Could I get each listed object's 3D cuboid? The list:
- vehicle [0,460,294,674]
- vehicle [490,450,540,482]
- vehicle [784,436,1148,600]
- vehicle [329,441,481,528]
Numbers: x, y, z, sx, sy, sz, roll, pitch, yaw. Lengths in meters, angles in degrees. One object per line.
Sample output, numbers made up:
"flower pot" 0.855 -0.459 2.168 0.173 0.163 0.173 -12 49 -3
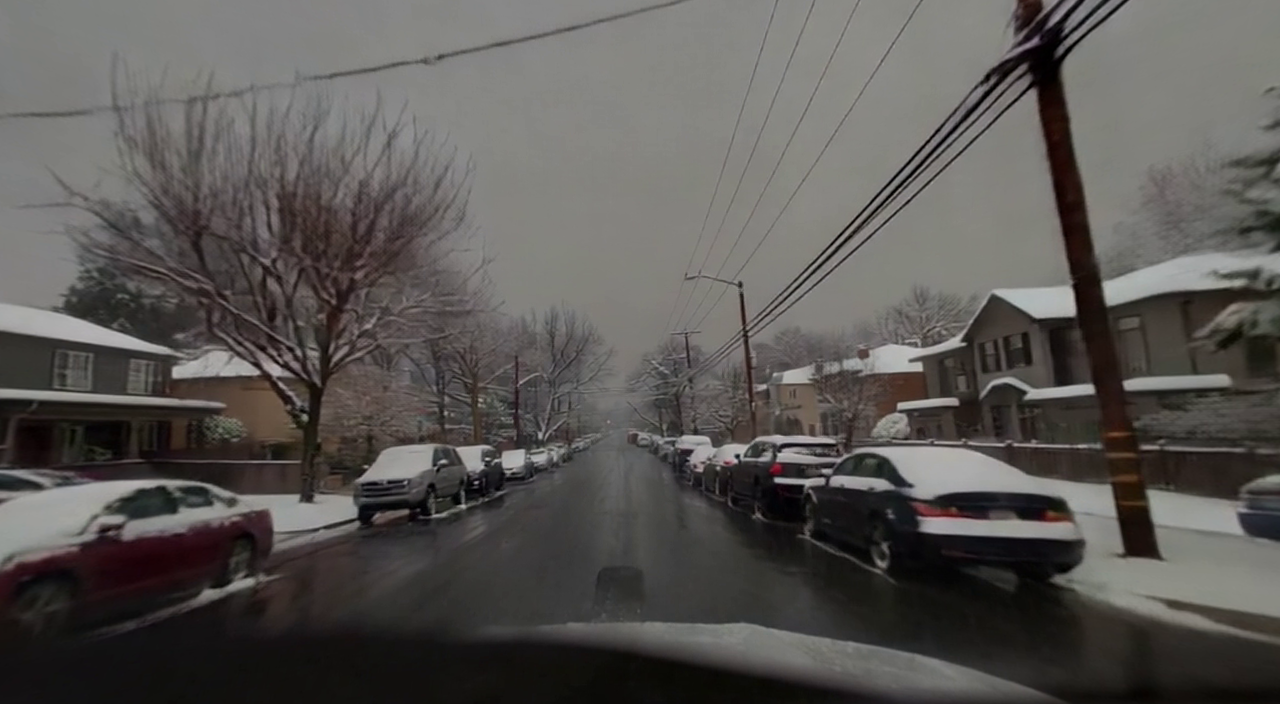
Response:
"vehicle" -5.588 2.017 6.582 1.852 1.463 4.441 -5 -11 -6
"vehicle" -6.808 6.229 34.970 2.002 1.585 5.080 0 -9 -3
"vehicle" 3.660 1.939 8.453 2.174 1.504 4.809 0 -9 -2
"vehicle" -6.170 3.516 17.575 2.184 1.958 5.757 0 -9 -2
